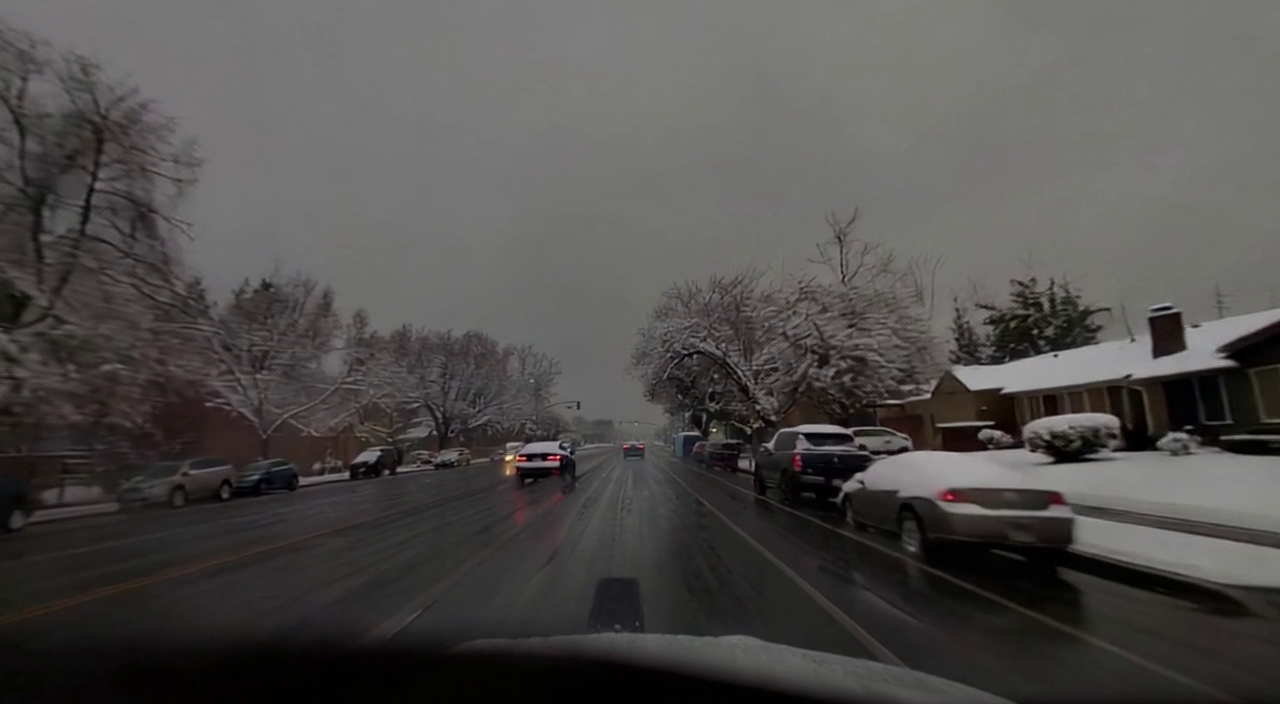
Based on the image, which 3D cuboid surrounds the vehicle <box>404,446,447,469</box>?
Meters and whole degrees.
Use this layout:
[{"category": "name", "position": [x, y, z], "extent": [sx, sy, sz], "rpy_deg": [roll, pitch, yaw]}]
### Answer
[{"category": "vehicle", "position": [-14.822, 7.309, 43.815], "extent": [1.703, 1.486, 3.862], "rpy_deg": [0, -8, -1]}]

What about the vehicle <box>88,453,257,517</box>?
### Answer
[{"category": "vehicle", "position": [-14.700, 4.156, 20.292], "extent": [1.914, 1.747, 4.550], "rpy_deg": [0, -8, 0]}]

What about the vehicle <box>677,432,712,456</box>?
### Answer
[{"category": "vehicle", "position": [4.165, 7.103, 48.719], "extent": [2.139, 1.794, 4.743], "rpy_deg": [0, -8, -2]}]

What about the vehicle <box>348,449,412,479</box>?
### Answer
[{"category": "vehicle", "position": [-14.673, 6.316, 35.955], "extent": [1.830, 1.511, 4.734], "rpy_deg": [0, -8, -2]}]

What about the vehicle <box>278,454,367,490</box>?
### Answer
[{"category": "vehicle", "position": [-14.699, 5.544, 29.581], "extent": [1.827, 1.480, 4.738], "rpy_deg": [0, -8, -1]}]

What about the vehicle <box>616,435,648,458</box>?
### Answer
[{"category": "vehicle", "position": [-0.516, 6.521, 43.478], "extent": [2.088, 1.495, 4.048], "rpy_deg": [0, -8, 0]}]

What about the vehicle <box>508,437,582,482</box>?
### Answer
[{"category": "vehicle", "position": [-3.387, 3.943, 23.429], "extent": [2.027, 1.477, 4.413], "rpy_deg": [0, -8, 1]}]

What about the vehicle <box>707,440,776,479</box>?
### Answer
[{"category": "vehicle", "position": [4.175, 4.522, 26.854], "extent": [1.928, 1.479, 5.069], "rpy_deg": [0, -8, -2]}]

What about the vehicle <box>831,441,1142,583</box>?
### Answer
[{"category": "vehicle", "position": [4.280, 1.995, 8.825], "extent": [1.890, 1.459, 4.371], "rpy_deg": [0, -8, 1]}]
